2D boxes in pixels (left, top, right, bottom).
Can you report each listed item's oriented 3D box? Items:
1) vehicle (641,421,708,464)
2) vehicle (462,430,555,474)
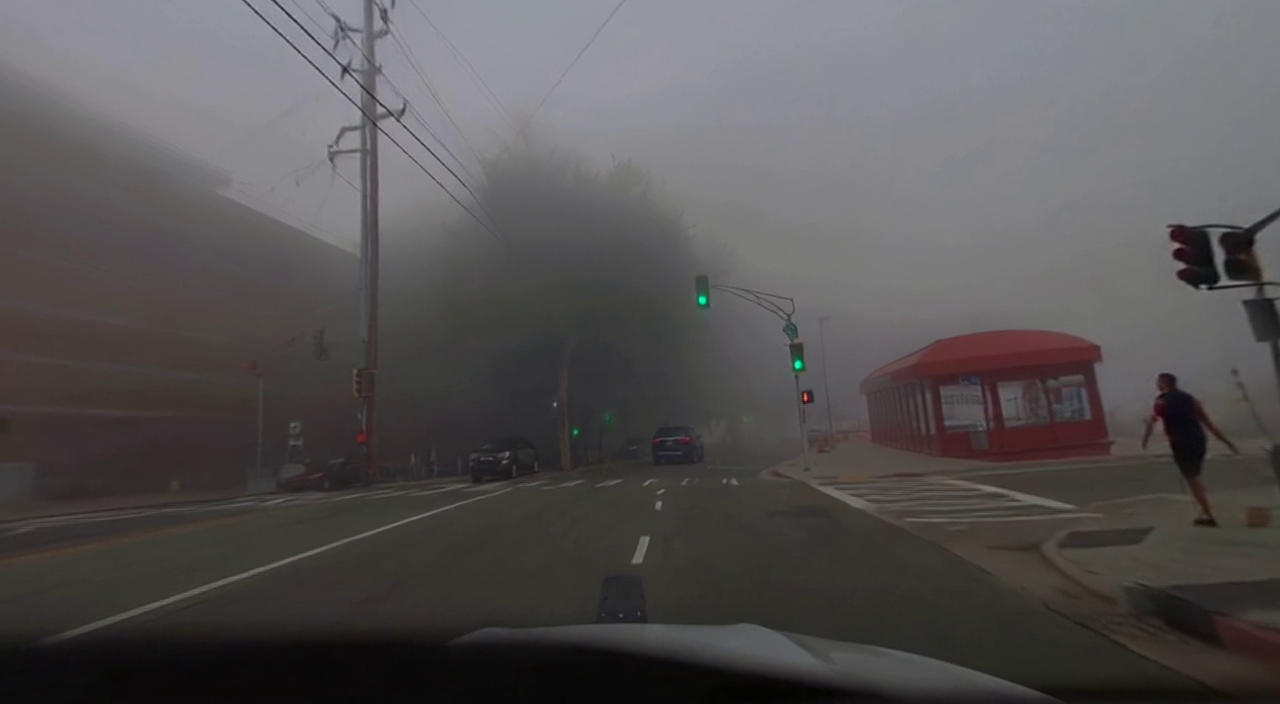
[{"bbox_3d":[1.625,4.005,27.822,2.101,1.721,4.364,-3,-9,14],"label":"vehicle"},{"bbox_3d":[-5.544,4.305,27.354,2.017,1.684,4.483,-3,-9,16],"label":"vehicle"}]
